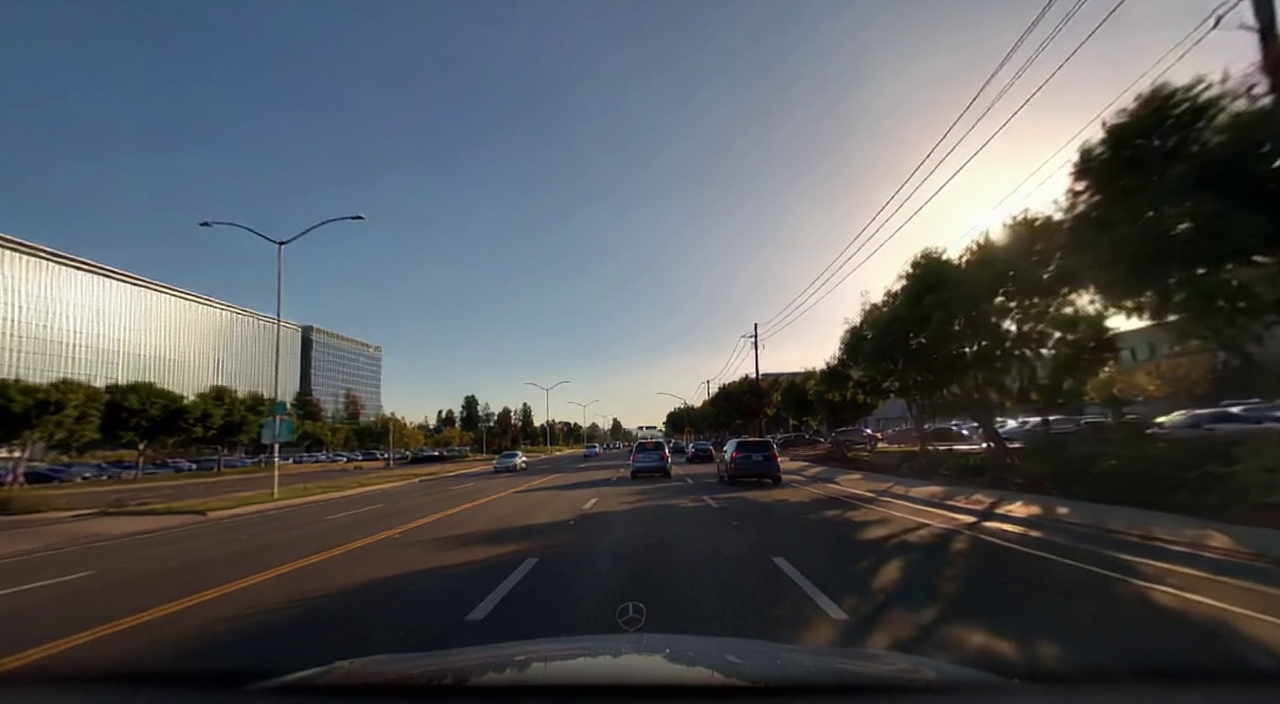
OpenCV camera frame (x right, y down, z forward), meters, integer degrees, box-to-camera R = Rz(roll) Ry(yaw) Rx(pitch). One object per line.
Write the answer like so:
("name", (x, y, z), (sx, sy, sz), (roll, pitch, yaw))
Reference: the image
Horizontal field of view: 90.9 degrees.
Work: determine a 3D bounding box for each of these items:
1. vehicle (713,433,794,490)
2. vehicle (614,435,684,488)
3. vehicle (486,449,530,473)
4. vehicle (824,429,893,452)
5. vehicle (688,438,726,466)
("vehicle", (3.650, 3.591, 20.986), (1.914, 1.698, 4.049), (0, -9, 0))
("vehicle", (0.316, 3.788, 22.066), (2.200, 1.653, 4.127), (0, -9, 1))
("vehicle", (-9.157, 7.586, 44.121), (2.040, 1.507, 4.598), (0, -9, 1))
("vehicle", (16.496, 6.702, 47.697), (4.392, 1.709, 2.002), (0, -9, 0))
("vehicle", (4.307, 6.532, 41.136), (2.024, 1.711, 4.512), (0, -9, 0))
